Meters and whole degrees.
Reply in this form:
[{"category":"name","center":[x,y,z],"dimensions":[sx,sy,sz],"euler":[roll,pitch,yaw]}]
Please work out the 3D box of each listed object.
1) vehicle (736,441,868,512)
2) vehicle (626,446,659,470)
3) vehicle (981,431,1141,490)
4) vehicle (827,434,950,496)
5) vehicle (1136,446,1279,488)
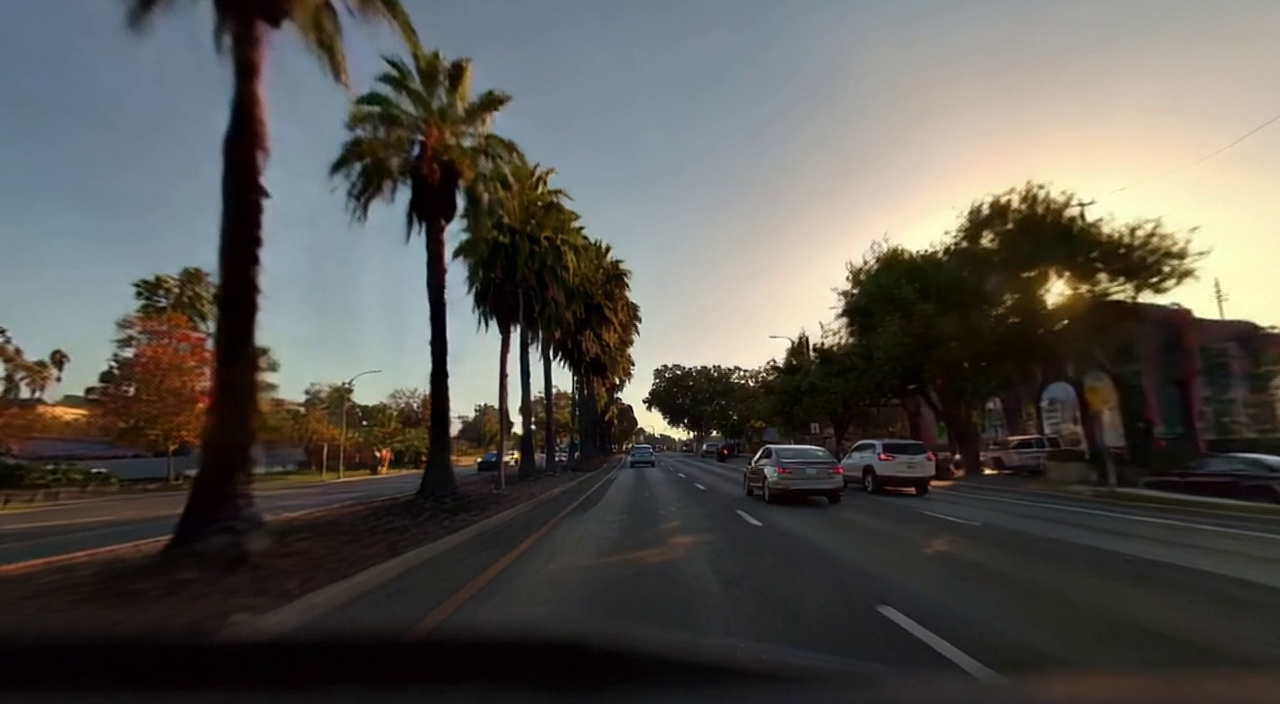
[{"category":"vehicle","center":[3.694,2.911,15.325],"dimensions":[1.875,1.452,4.453],"euler":[0,-9,-2]},{"category":"vehicle","center":[0.140,6.872,41.268],"dimensions":[2.031,1.444,4.361],"euler":[0,-8,-1]},{"category":"vehicle","center":[15.185,3.935,23.267],"dimensions":[2.267,1.881,5.087],"euler":[0,-9,-1]},{"category":"vehicle","center":[7.355,3.369,19.241],"dimensions":[1.916,1.646,4.258],"euler":[0,-9,-1]},{"category":"vehicle","center":[21.684,4.314,24.132],"dimensions":[1.854,1.411,4.490],"euler":[0,-9,0]}]
